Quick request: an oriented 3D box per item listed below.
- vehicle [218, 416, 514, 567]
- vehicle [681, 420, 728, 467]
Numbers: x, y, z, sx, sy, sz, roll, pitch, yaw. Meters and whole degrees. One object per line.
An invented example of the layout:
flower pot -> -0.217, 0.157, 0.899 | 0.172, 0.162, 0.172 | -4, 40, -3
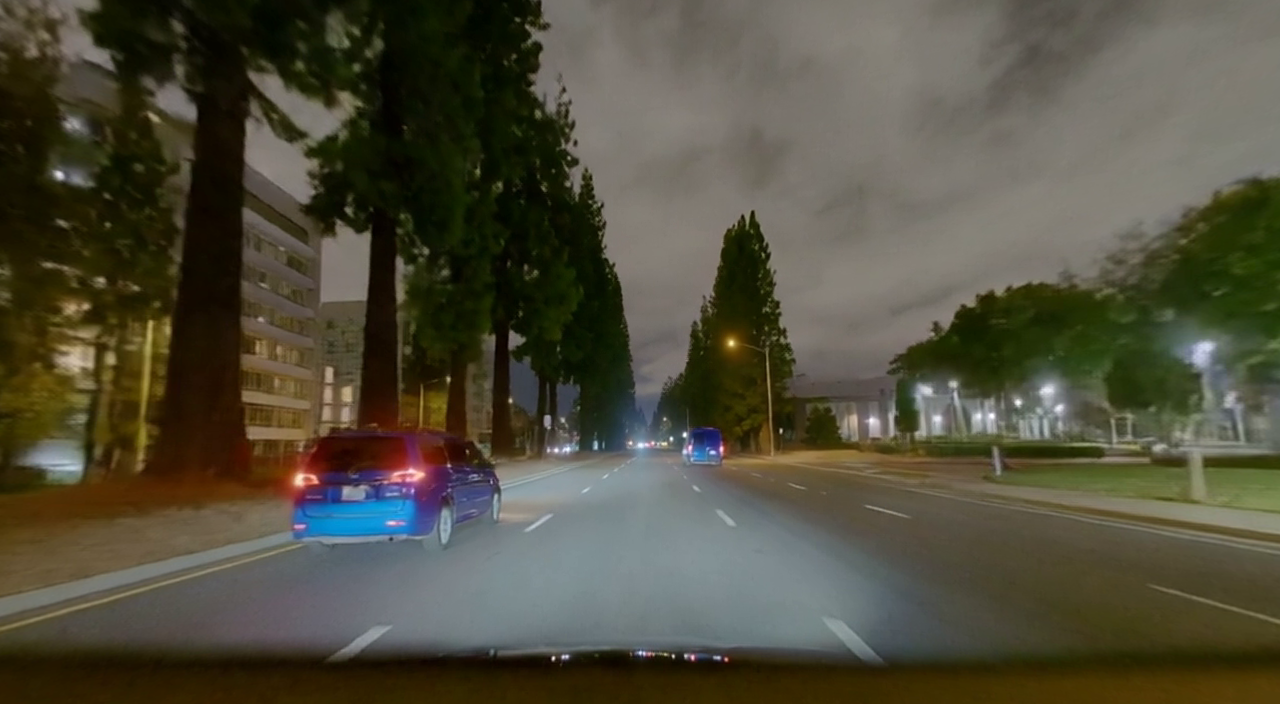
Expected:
vehicle -> -3.411, 1.842, 9.103 | 2.129, 1.602, 4.532 | 0, -9, 1
vehicle -> 3.896, 5.723, 39.364 | 2.349, 2.671, 5.744 | 0, -9, 0
